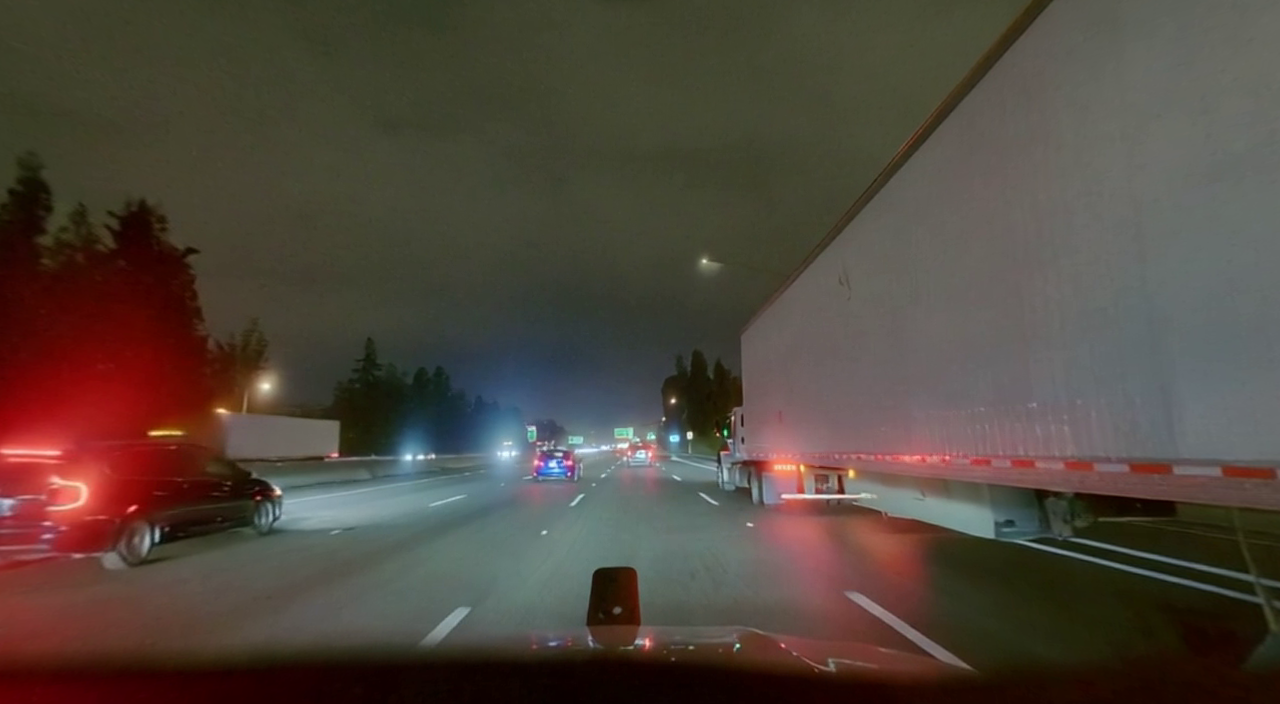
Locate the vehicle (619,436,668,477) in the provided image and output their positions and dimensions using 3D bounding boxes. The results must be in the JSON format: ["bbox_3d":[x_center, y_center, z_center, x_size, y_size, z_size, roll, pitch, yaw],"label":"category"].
[{"bbox_3d":[0.134,5.042,30.571,2.203,1.805,4.358,0,-9,-1],"label":"vehicle"}]

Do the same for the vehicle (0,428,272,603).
[{"bbox_3d":[-6.448,1.632,6.945,2.053,1.464,4.600,0,-9,0],"label":"vehicle"}]

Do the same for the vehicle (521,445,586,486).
[{"bbox_3d":[-3.197,4.282,24.176,1.864,1.406,4.544,0,-9,0],"label":"vehicle"}]

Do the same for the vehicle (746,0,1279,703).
[{"bbox_3d":[3.793,0.232,6.506,2.876,4.086,15.117,0,-9,0],"label":"vehicle"}]
